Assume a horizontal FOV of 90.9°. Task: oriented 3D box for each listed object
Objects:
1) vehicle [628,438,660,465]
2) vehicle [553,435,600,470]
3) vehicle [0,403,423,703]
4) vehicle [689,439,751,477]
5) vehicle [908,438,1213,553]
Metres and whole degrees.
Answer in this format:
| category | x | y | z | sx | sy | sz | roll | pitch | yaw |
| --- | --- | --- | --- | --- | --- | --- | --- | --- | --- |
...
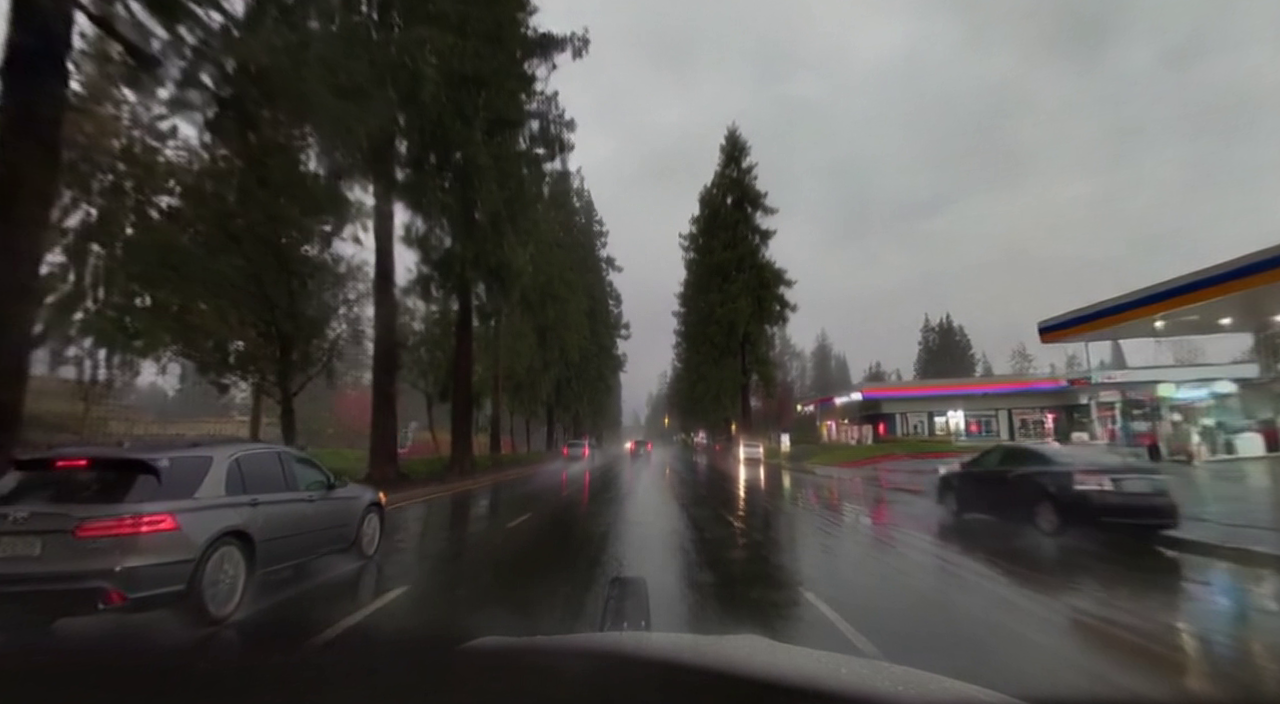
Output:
| category | x | y | z | sx | sy | sz | roll | pitch | yaw |
| --- | --- | --- | --- | --- | --- | --- | --- | --- | --- |
| vehicle | 0.227 | 6.226 | 39.505 | 1.922 | 1.579 | 3.642 | 0 | -8 | 0 |
| vehicle | -3.400 | 5.501 | 34.603 | 2.051 | 1.747 | 4.370 | 0 | -8 | 1 |
| vehicle | -3.988 | 1.416 | 5.849 | 1.988 | 1.530 | 5.155 | 0 | -8 | 2 |
| vehicle | 3.363 | 4.528 | 27.272 | 2.010 | 1.486 | 4.498 | 0 | -8 | -1 |
| vehicle | 6.243 | 2.134 | 10.163 | 1.856 | 1.421 | 4.357 | 0 | -8 | -1 |
